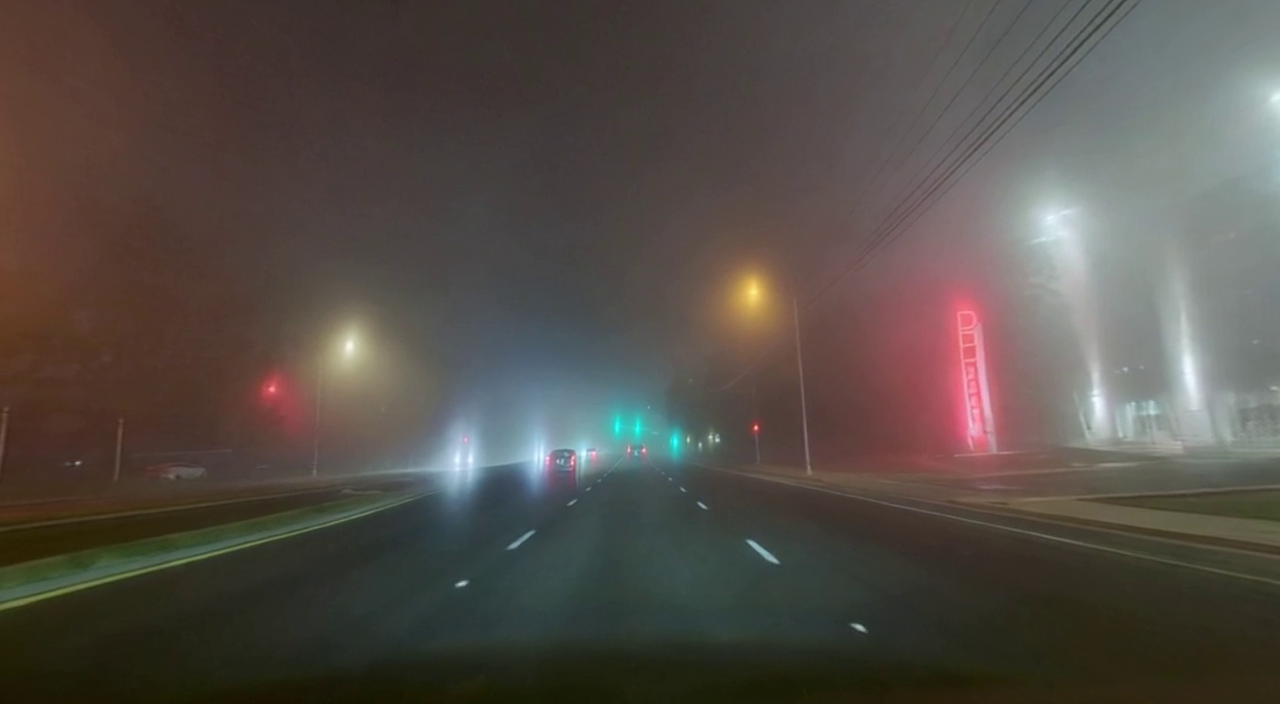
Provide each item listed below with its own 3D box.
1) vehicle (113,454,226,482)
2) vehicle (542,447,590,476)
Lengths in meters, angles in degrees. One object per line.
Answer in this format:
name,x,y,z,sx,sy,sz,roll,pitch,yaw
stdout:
vehicle,-33.918,8.336,45.501,6.134,1.918,2.296,1,-9,-4
vehicle,-3.881,5.813,33.721,2.076,1.444,4.328,0,-9,0
